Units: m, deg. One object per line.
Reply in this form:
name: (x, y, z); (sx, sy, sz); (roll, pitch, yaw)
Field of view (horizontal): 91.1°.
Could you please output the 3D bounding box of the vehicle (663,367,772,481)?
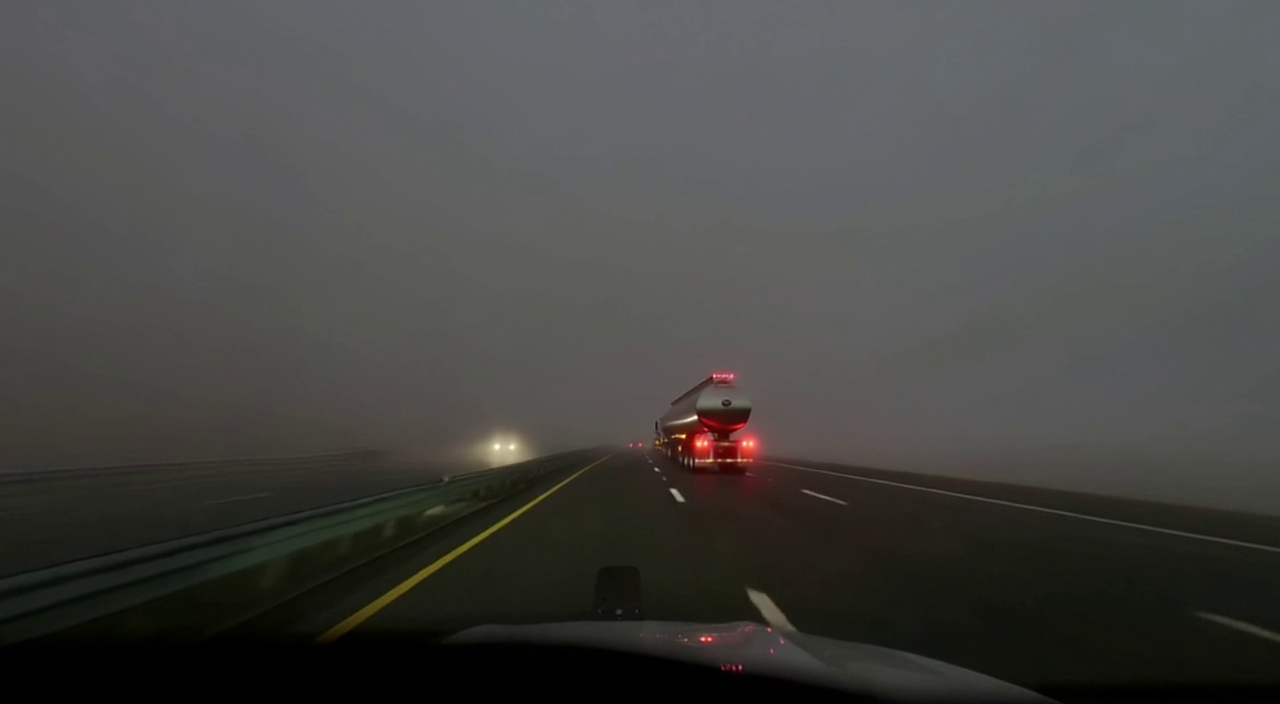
vehicle: (2.753, 3.140, 26.532); (2.946, 3.745, 11.516); (0, -8, -1)
